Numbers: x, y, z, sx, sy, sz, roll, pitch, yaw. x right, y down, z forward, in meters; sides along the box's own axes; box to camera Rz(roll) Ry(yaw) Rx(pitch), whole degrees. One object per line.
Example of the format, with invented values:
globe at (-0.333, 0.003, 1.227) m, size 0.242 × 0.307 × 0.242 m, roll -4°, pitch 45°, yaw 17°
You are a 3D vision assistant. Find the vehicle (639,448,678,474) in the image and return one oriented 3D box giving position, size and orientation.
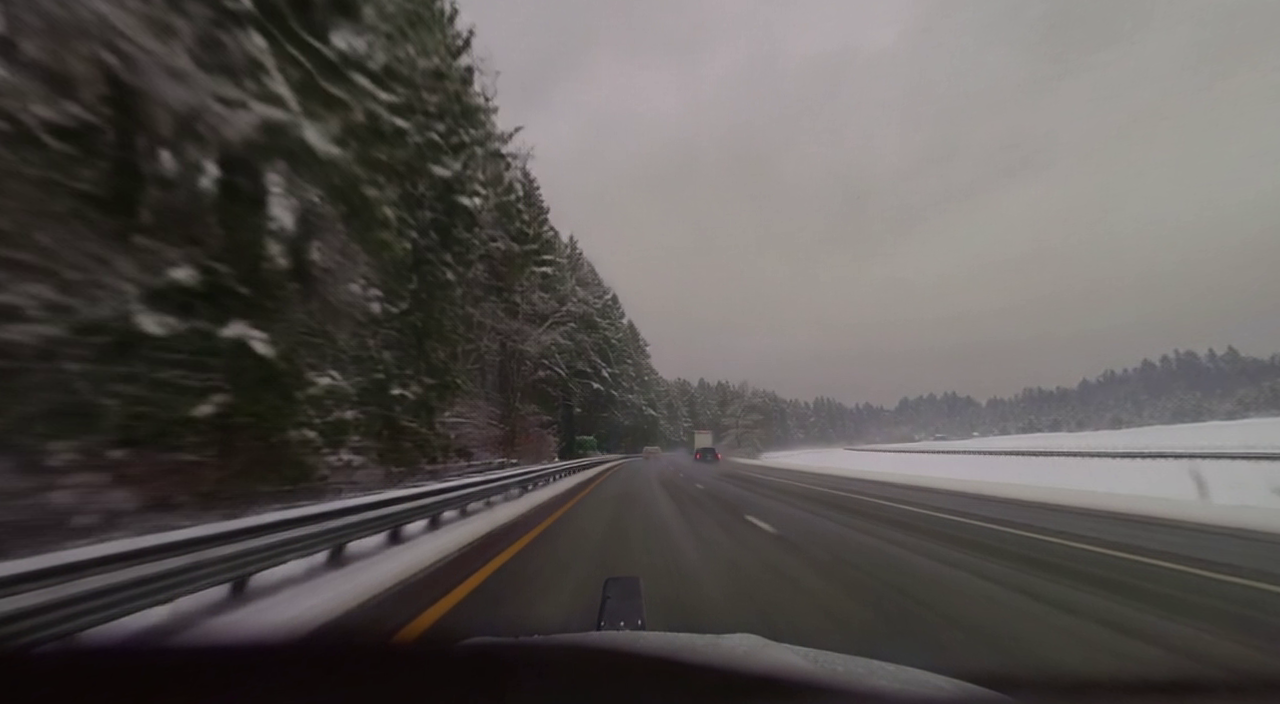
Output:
vehicle at (1.054, 6.589, 38.252) m, size 2.162 × 1.492 × 3.975 m, roll 0°, pitch -9°, yaw -1°

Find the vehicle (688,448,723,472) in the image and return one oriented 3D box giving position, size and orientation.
vehicle at (4.388, 7.246, 42.473) m, size 1.846 × 1.485 × 3.679 m, roll 0°, pitch -9°, yaw -2°
